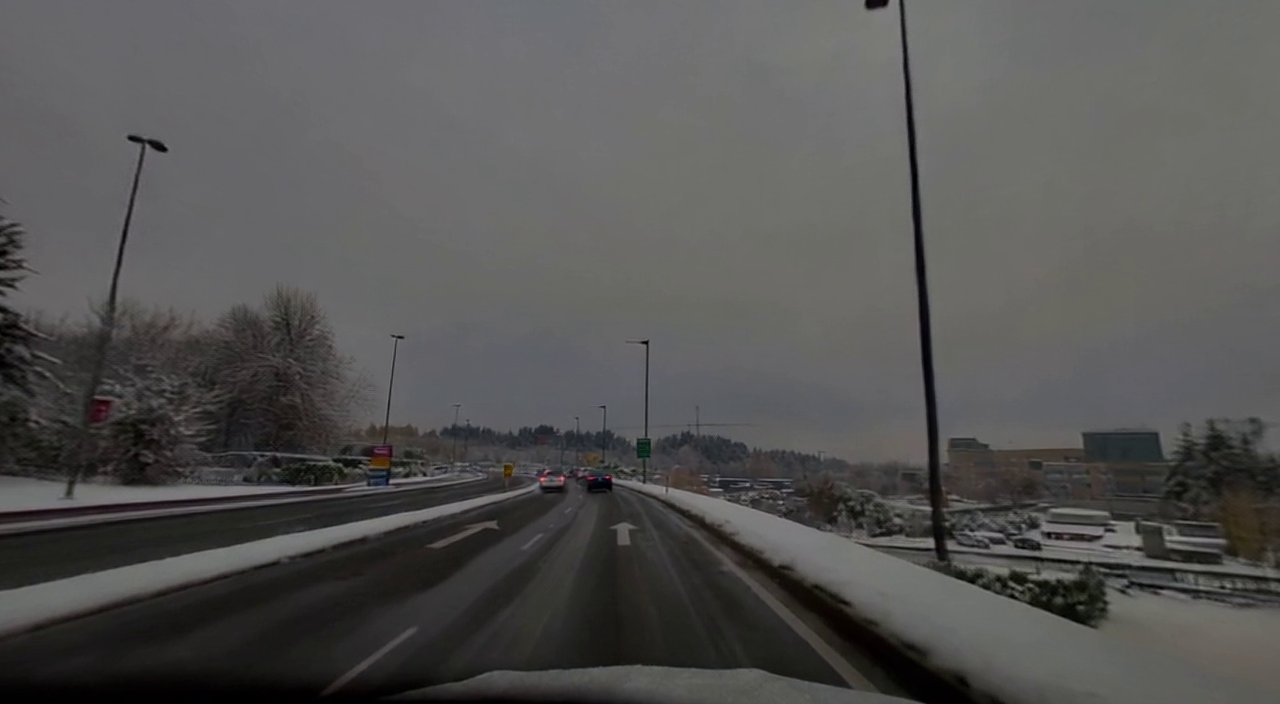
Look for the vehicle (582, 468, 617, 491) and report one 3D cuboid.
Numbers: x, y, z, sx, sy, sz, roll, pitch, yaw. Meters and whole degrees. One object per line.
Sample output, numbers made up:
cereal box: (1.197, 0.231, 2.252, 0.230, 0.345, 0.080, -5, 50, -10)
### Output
vehicle: (-2.865, 8.831, 43.729, 2.129, 1.471, 4.258, 2, -10, -7)
